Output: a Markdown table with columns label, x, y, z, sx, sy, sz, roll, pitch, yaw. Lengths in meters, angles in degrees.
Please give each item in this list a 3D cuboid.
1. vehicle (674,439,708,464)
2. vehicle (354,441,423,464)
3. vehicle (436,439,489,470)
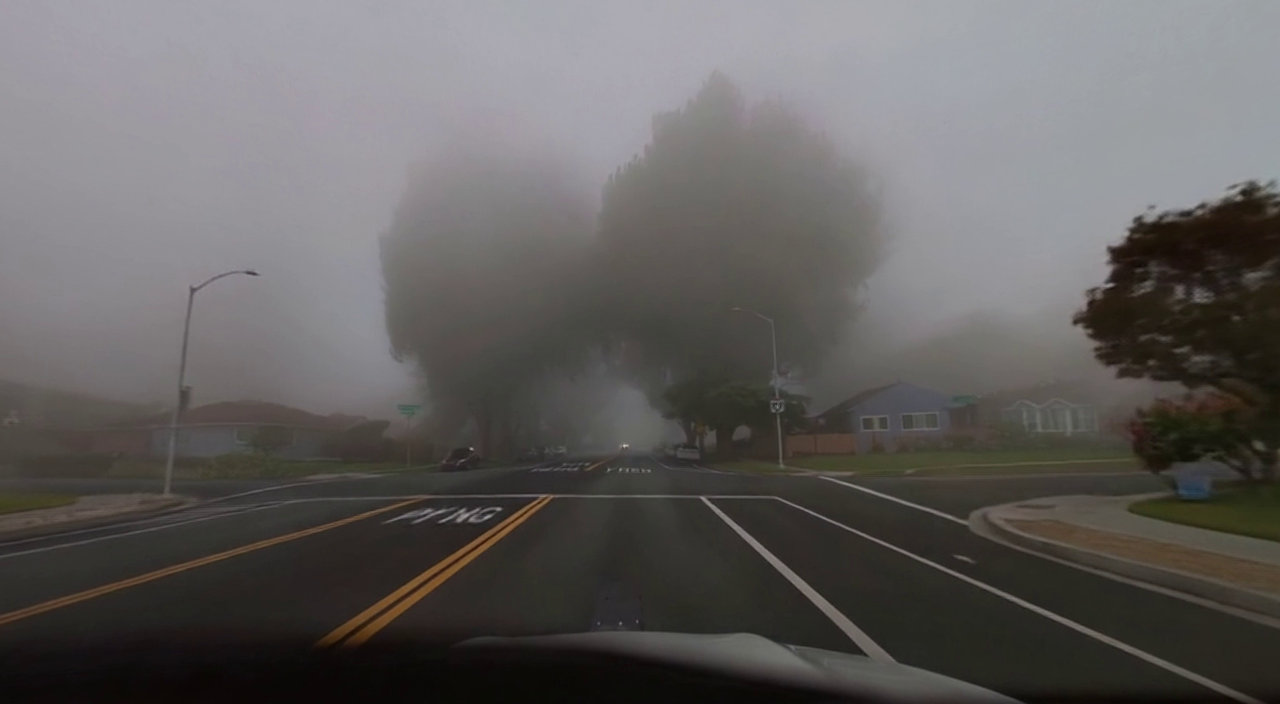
| label | x | y | z | sx | sy | sz | roll | pitch | yaw |
| --- | --- | --- | --- | --- | --- | --- | --- | --- | --- |
| vehicle | 3.741 | 7.404 | 47.058 | 2.027 | 1.751 | 4.433 | 0 | -9 | -2 |
| vehicle | -19.516 | 7.819 | 49.188 | 4.450 | 1.677 | 2.027 | 0 | -9 | -3 |
| vehicle | -12.217 | 7.103 | 43.881 | 2.199 | 1.988 | 5.454 | 0 | -9 | -2 |
